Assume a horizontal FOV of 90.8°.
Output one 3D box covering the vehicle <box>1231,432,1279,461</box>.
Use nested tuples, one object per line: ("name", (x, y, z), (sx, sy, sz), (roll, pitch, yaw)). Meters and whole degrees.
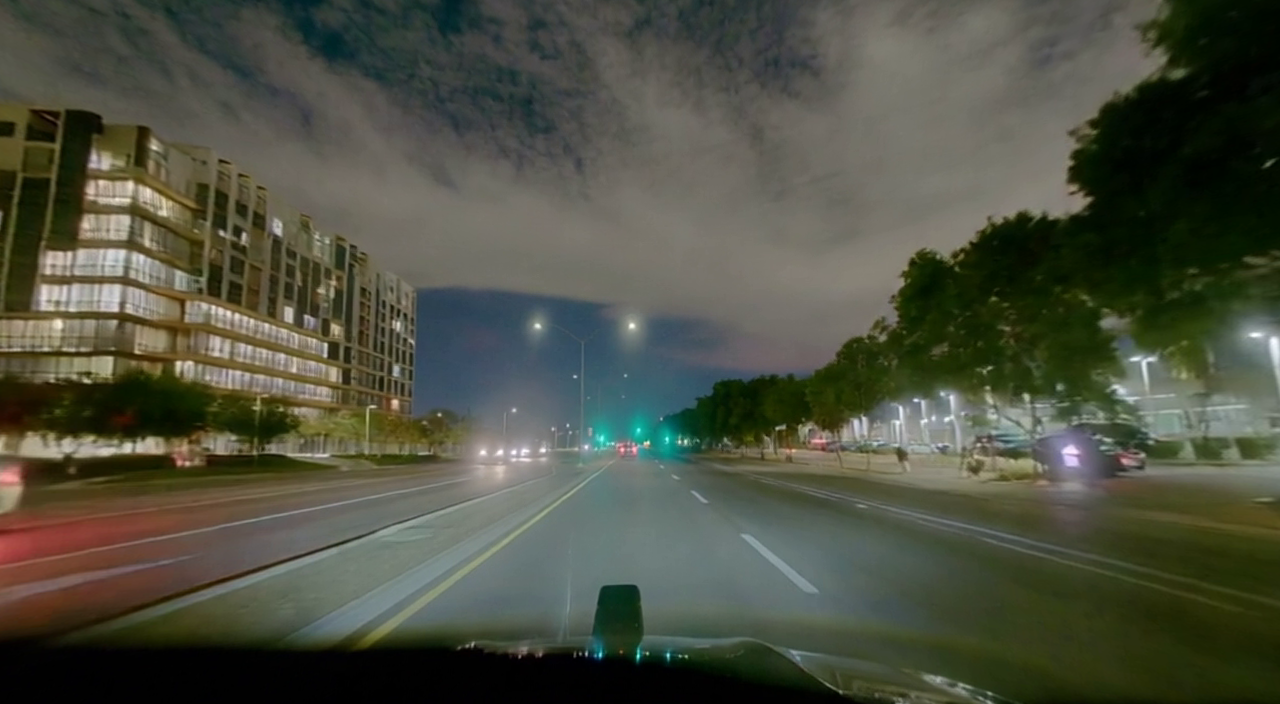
("vehicle", (36.565, 5.502, 36.756), (4.821, 1.585, 2.122), (6, -10, -36))

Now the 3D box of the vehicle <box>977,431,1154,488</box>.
("vehicle", (14.924, 3.759, 22.330), (4.761, 1.832, 2.201), (1, -9, -7))
